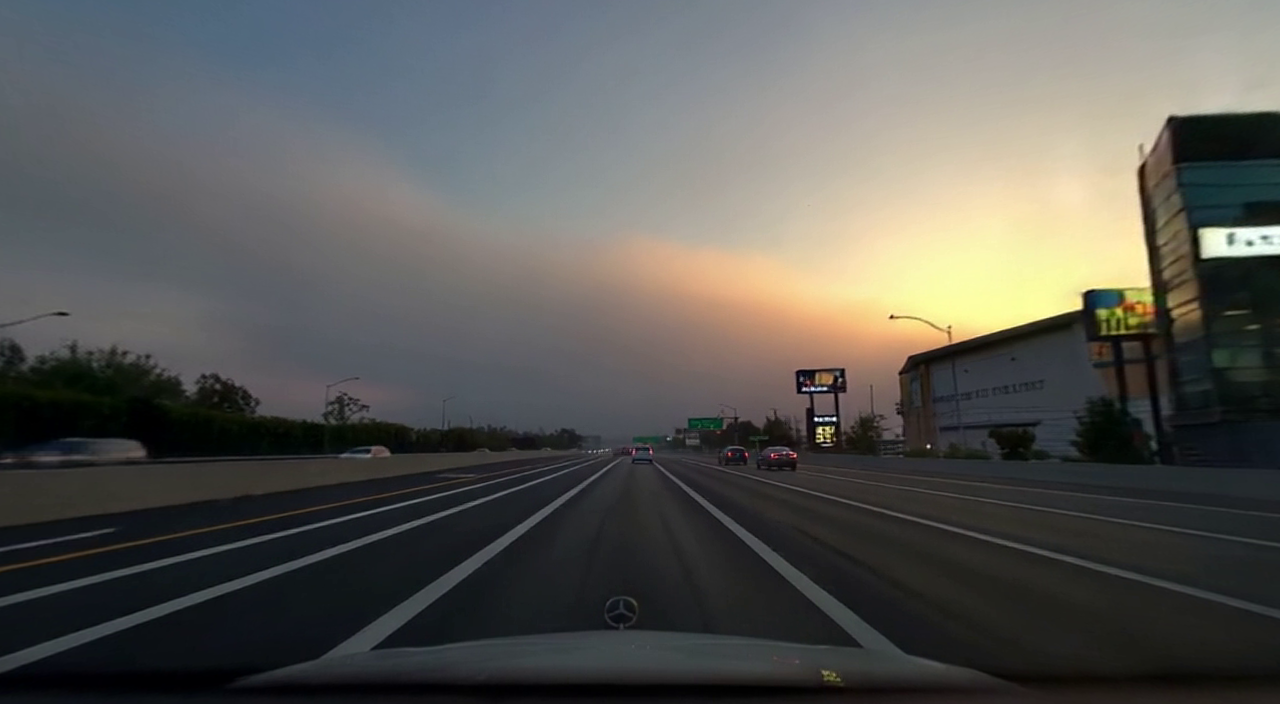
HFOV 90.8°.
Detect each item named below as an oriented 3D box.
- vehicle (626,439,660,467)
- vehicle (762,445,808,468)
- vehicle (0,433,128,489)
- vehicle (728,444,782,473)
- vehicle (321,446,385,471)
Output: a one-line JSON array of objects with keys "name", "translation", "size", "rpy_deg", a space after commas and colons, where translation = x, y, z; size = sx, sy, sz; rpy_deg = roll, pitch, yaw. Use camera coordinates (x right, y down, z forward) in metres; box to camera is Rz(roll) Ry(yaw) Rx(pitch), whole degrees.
[{"name": "vehicle", "translation": [0.162, 6.895, 43.154], "size": [2.154, 1.786, 5.045], "rpy_deg": [0, -9, -2]}, {"name": "vehicle", "translation": [10.029, 7.230, 43.970], "size": [1.953, 1.473, 4.512], "rpy_deg": [0, -9, -2]}, {"name": "vehicle", "translation": [-21.590, 3.891, 22.861], "size": [2.007, 1.811, 4.925], "rpy_deg": [0, -9, -1]}, {"name": "vehicle", "translation": [6.177, 5.779, 34.527], "size": [1.976, 1.477, 4.448], "rpy_deg": [0, -9, -2]}, {"name": "vehicle", "translation": [-18.361, 6.789, 40.672], "size": [1.995, 1.499, 4.699], "rpy_deg": [0, -9, -1]}]
